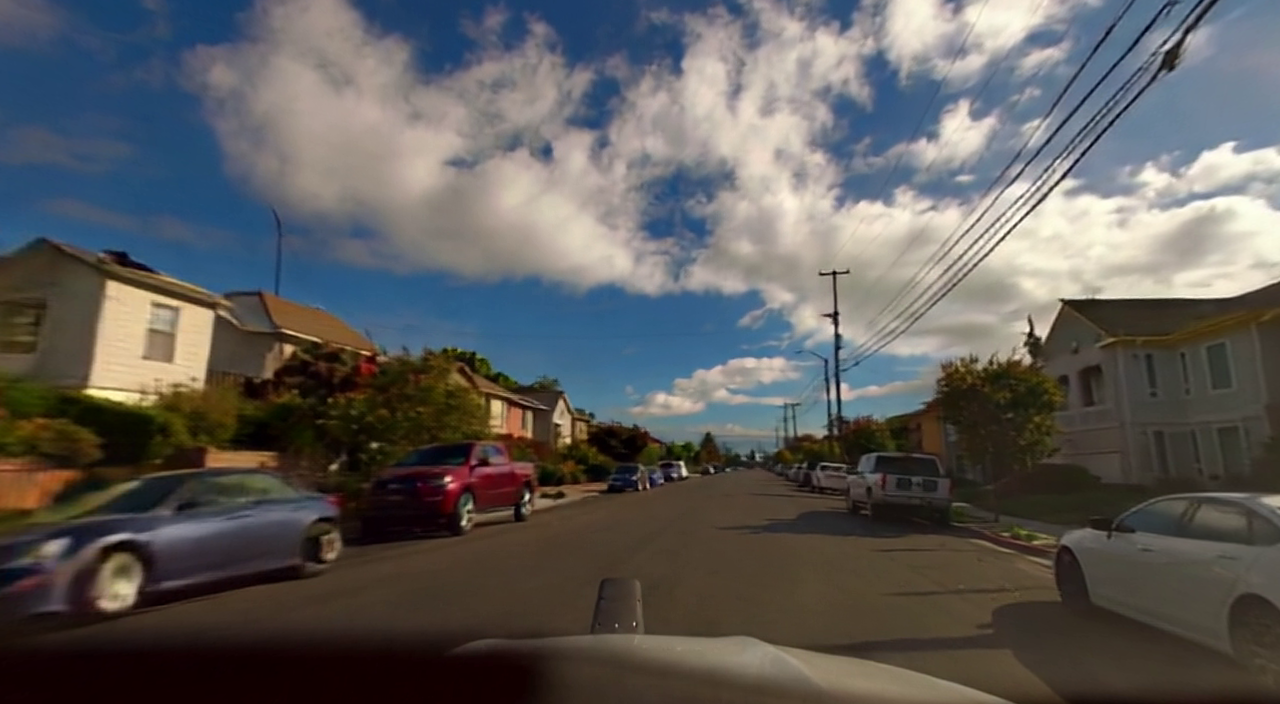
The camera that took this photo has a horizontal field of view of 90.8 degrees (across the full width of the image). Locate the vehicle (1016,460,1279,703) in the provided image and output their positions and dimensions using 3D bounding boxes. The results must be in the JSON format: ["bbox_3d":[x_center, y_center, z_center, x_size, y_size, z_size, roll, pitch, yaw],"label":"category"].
[{"bbox_3d":[4.961,1.641,4.808,1.973,1.517,4.604,-1,-9,9],"label":"vehicle"}]

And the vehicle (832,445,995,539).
[{"bbox_3d":[7.086,3.619,17.292,2.547,2.075,5.693,-1,-9,7],"label":"vehicle"}]

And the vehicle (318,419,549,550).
[{"bbox_3d":[-3.646,2.564,12.448,2.194,1.995,4.814,-4,-11,11],"label":"vehicle"}]

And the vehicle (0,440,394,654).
[{"bbox_3d":[-4.755,1.805,6.688,1.823,1.427,4.407,-4,-12,12],"label":"vehicle"}]

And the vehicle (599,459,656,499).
[{"bbox_3d":[-0.505,6.072,30.535,1.971,1.648,4.638,-1,-9,9],"label":"vehicle"}]
